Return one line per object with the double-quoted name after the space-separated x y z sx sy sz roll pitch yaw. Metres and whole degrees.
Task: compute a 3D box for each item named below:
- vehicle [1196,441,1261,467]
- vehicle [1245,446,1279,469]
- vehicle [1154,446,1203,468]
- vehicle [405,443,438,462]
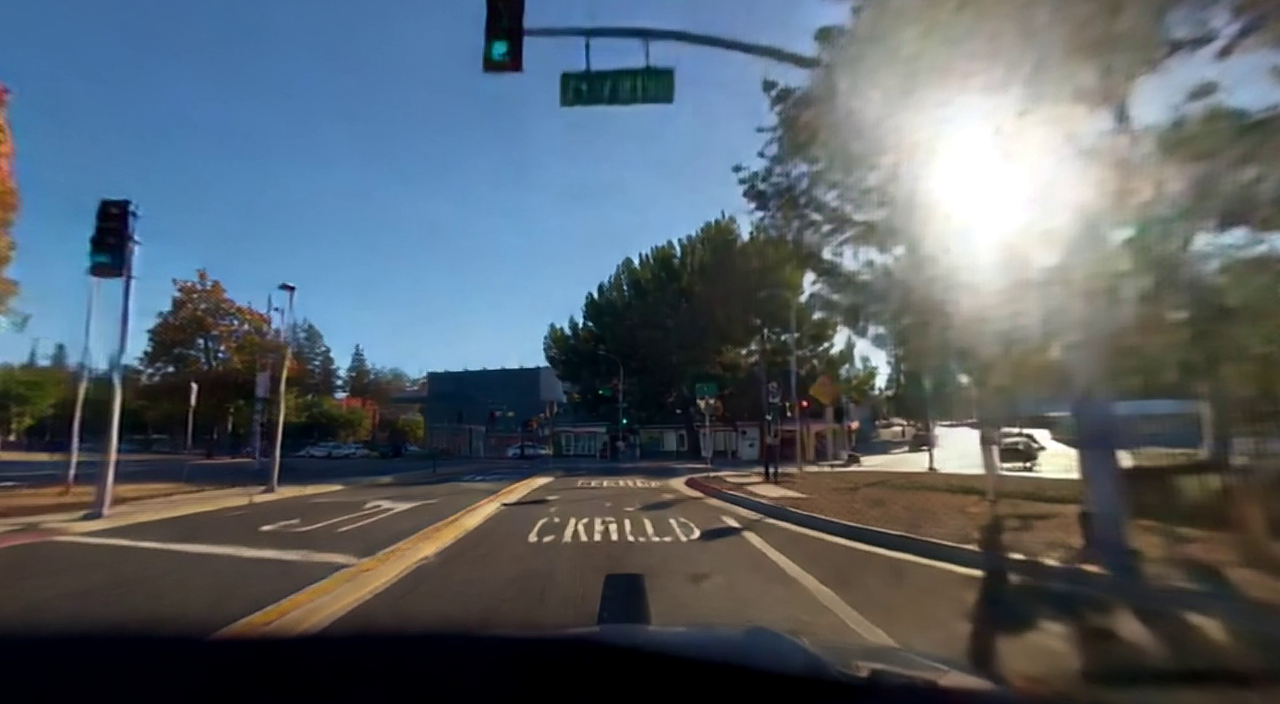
40.536 7.008 43.363 2.098 1.634 4.456 -6 -10 29 "vehicle"
42.575 7.069 42.063 1.926 1.441 3.860 -4 -9 29 "vehicle"
38.053 7.384 44.437 1.769 1.433 3.688 -6 -10 29 "vehicle"
-17.030 7.857 49.065 1.789 1.399 4.236 2 -9 -11 "vehicle"
